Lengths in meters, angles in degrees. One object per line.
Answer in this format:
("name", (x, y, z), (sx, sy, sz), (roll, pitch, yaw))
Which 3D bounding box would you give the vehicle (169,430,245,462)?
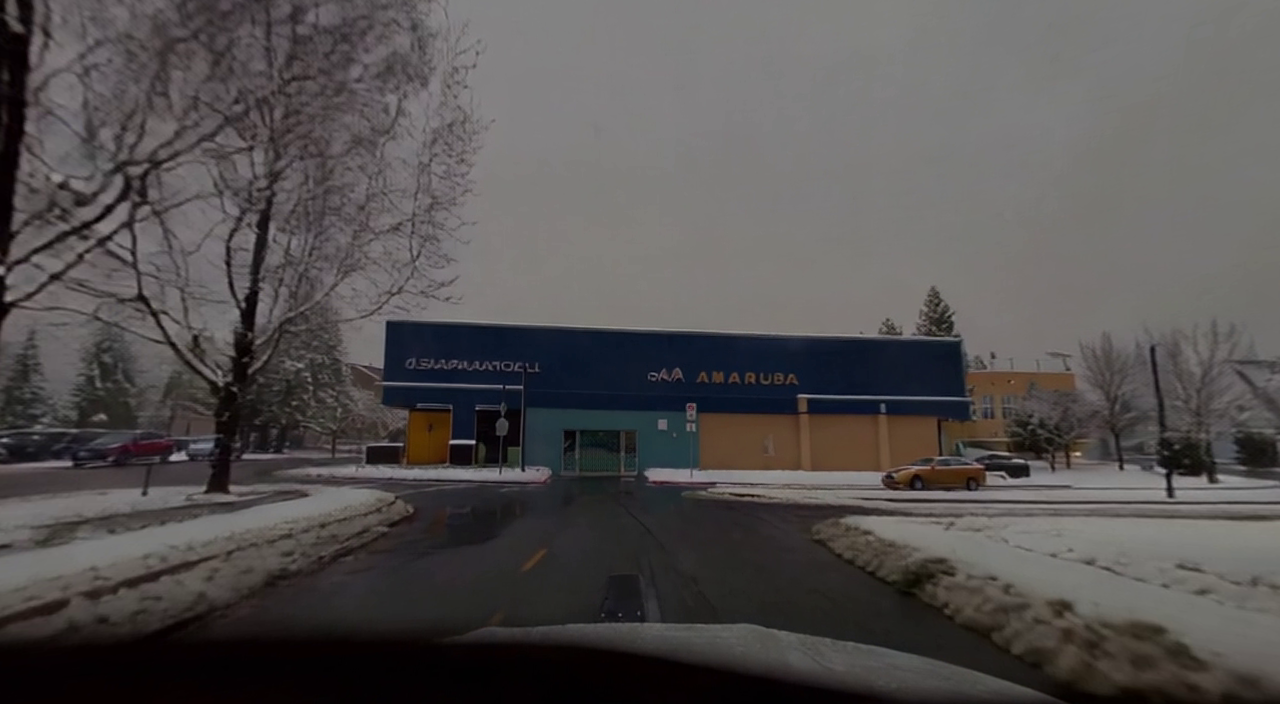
("vehicle", (-25.822, 5.595, 37.692), (1.870, 1.563, 4.039), (2, -5, -5))

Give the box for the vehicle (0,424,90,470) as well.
("vehicle", (-22.291, 3.384, 22.460), (1.838, 1.518, 4.074), (0, -8, -5))

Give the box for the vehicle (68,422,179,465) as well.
("vehicle", (-22.514, 4.085, 27.640), (1.675, 1.587, 3.980), (-1, -11, -5))
